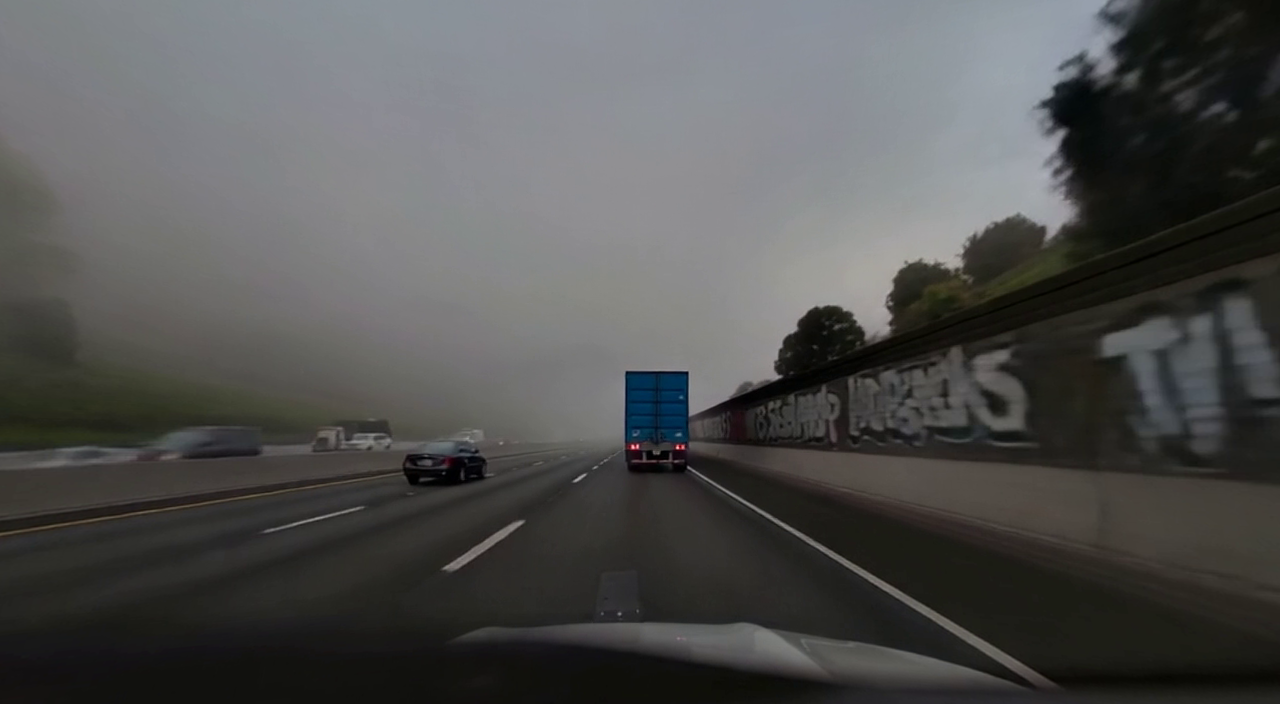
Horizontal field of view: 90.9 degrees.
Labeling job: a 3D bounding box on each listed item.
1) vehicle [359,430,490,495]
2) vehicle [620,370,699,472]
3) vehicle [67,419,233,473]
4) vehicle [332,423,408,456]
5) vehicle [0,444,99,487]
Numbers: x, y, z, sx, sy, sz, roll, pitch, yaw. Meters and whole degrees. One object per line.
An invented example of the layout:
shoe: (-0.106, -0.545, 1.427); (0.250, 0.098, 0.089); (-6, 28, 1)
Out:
vehicle: (-5.734, 2.969, 17.483); (1.982, 1.535, 4.519); (0, -8, 1)
vehicle: (0.596, 3.268, 28.806); (2.921, 3.765, 10.773); (0, -8, -1)
vehicle: (-14.230, 2.755, 18.632); (1.862, 1.426, 3.821); (0, -8, -1)
vehicle: (-14.781, 4.823, 34.813); (2.061, 1.711, 4.859); (0, -8, 0)
vehicle: (-22.490, 4.126, 23.276); (1.718, 1.411, 3.785); (0, -8, -1)
